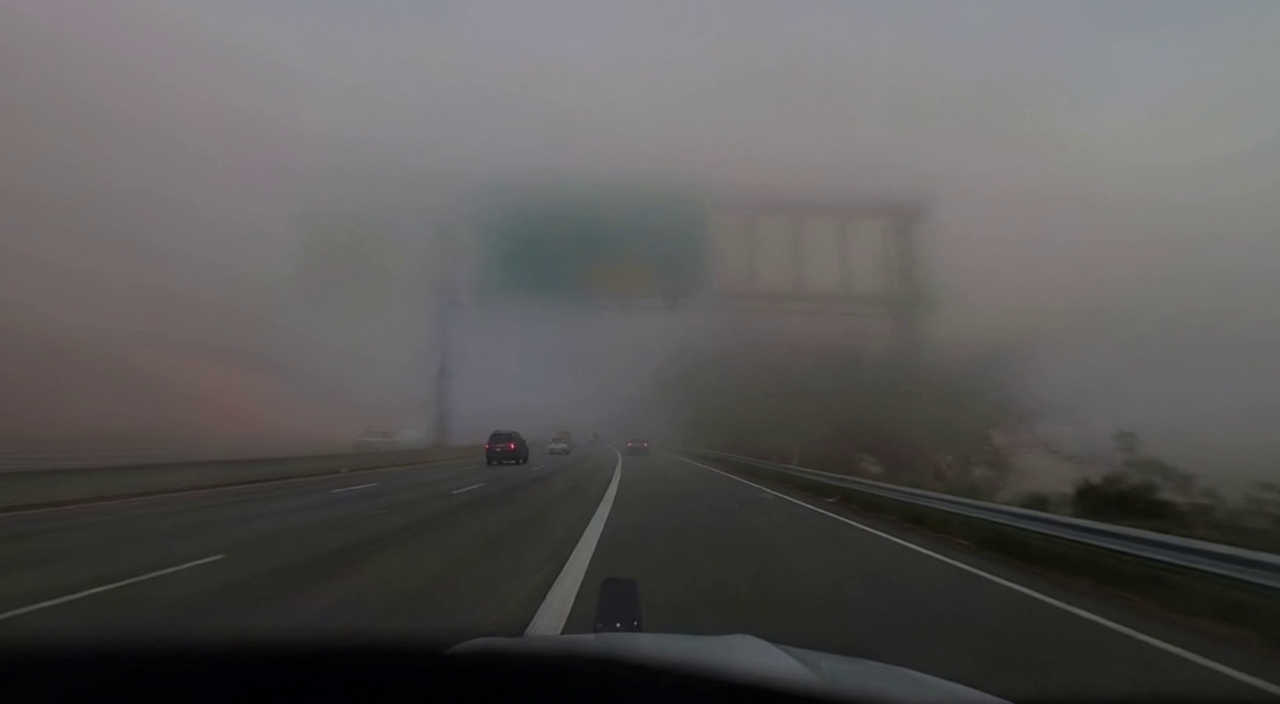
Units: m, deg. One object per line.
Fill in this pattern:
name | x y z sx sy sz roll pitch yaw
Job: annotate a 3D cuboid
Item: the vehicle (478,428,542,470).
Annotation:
vehicle | -6.284 4.727 30.962 2.188 1.896 4.810 0 -8 -1
